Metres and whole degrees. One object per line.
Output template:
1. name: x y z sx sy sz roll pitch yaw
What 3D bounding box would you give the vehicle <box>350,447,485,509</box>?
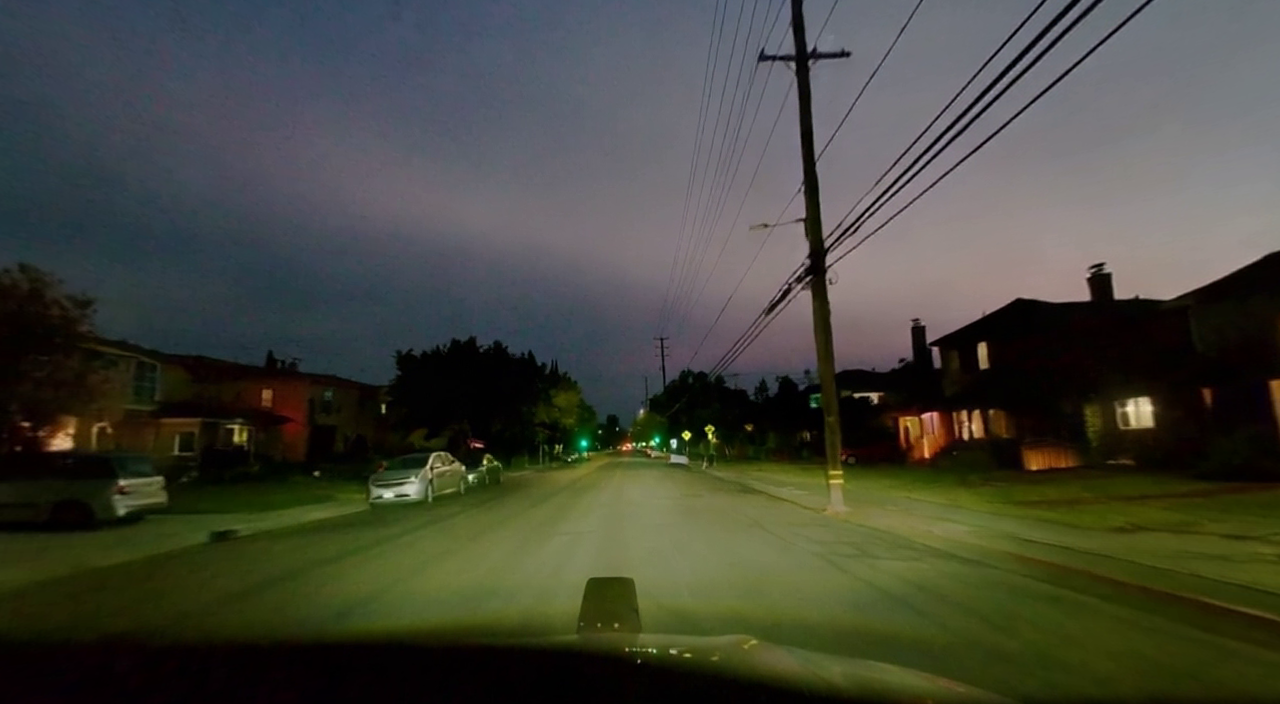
1. vehicle: -6.286 3.600 18.648 2.208 1.491 5.089 0 -8 -1

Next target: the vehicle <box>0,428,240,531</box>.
1. vehicle: -12.125 2.459 12.451 6.619 1.759 2.632 -1 -9 -2

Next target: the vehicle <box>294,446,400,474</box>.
1. vehicle: -15.915 5.876 34.494 4.833 1.489 1.987 -1 -9 3

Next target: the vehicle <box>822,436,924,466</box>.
1. vehicle: 12.164 5.181 33.226 4.605 1.492 1.898 0 -9 0

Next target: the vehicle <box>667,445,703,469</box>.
1. vehicle: 2.952 6.970 41.919 1.925 1.482 4.326 0 -9 -2
